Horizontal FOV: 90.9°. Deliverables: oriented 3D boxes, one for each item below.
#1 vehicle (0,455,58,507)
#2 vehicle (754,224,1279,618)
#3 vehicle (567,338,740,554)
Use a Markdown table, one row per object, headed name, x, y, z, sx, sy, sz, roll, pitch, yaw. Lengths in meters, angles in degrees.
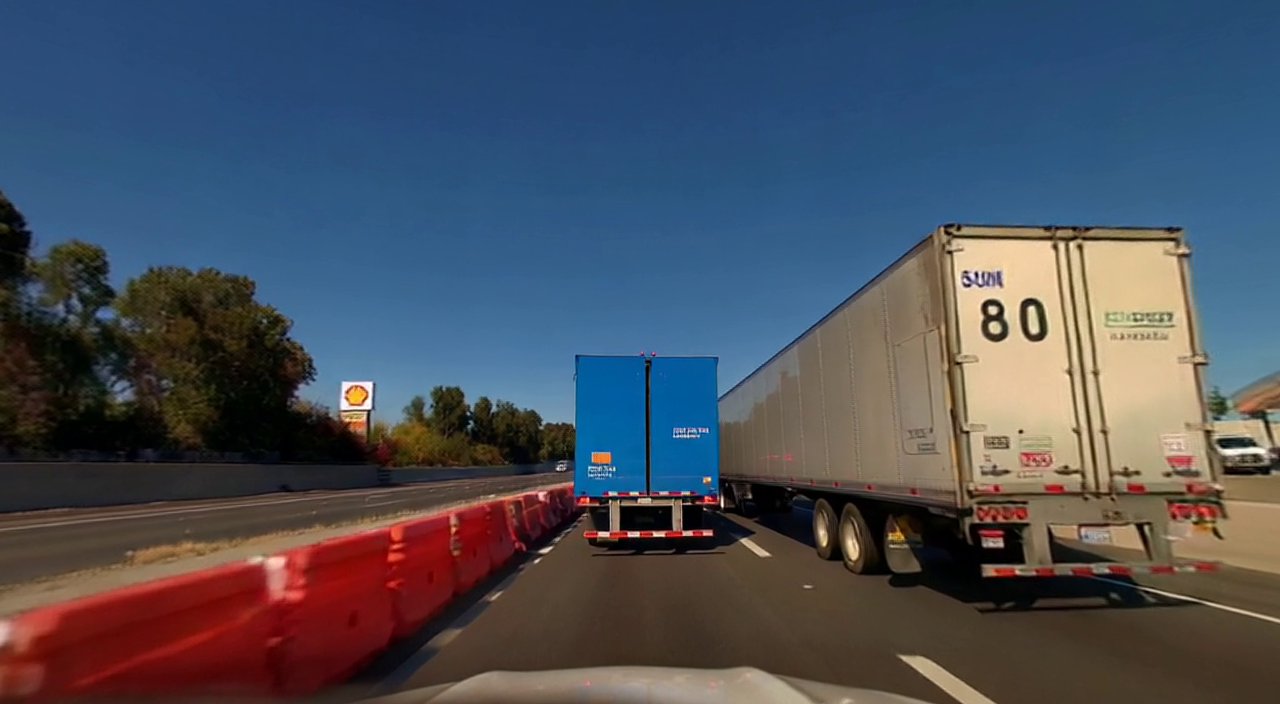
| name | x | y | z | sx | sy | sz | roll | pitch | yaw |
| --- | --- | --- | --- | --- | --- | --- | --- | --- | --- |
| vehicle | -48.142 | 9.891 | 49.180 | 13.553 | 3.527 | 2.924 | -10 | -15 | 44 |
| vehicle | 4.360 | 1.404 | 10.538 | 2.936 | 3.640 | 9.443 | 1 | -10 | -1 |
| vehicle | 0.217 | 2.206 | 14.105 | 2.618 | 3.306 | 8.676 | 1 | -10 | 0 |
